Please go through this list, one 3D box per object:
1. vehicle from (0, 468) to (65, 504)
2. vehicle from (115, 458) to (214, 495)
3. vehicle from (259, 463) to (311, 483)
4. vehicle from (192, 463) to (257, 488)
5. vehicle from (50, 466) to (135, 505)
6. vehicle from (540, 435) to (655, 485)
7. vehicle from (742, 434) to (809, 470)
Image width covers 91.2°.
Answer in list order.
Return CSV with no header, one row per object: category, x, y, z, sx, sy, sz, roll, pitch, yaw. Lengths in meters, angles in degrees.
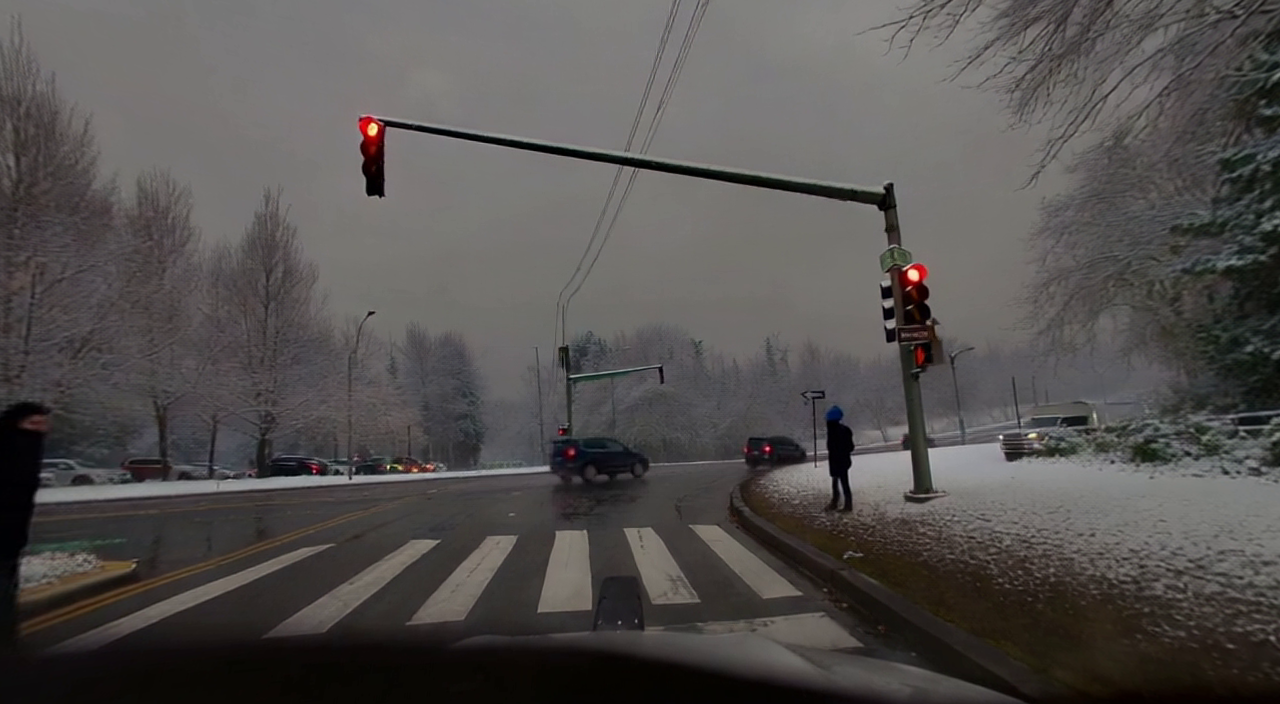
vehicle,-30.319,6.453,30.350,1.800,1.520,3.968,2,-9,-14
vehicle,-27.817,7.268,36.911,2.064,1.913,5.081,0,-9,-4
vehicle,-28.119,9.586,49.753,1.776,1.452,3.920,0,-9,0
vehicle,-28.522,8.476,43.178,1.768,1.465,3.972,0,-9,-1
vehicle,-25.414,6.157,29.264,1.694,1.528,4.225,3,-9,-23
vehicle,-1.636,4.388,25.832,2.036,1.849,4.811,-7,-11,37
vehicle,7.821,5.736,35.945,1.942,1.920,4.263,-8,-11,39
